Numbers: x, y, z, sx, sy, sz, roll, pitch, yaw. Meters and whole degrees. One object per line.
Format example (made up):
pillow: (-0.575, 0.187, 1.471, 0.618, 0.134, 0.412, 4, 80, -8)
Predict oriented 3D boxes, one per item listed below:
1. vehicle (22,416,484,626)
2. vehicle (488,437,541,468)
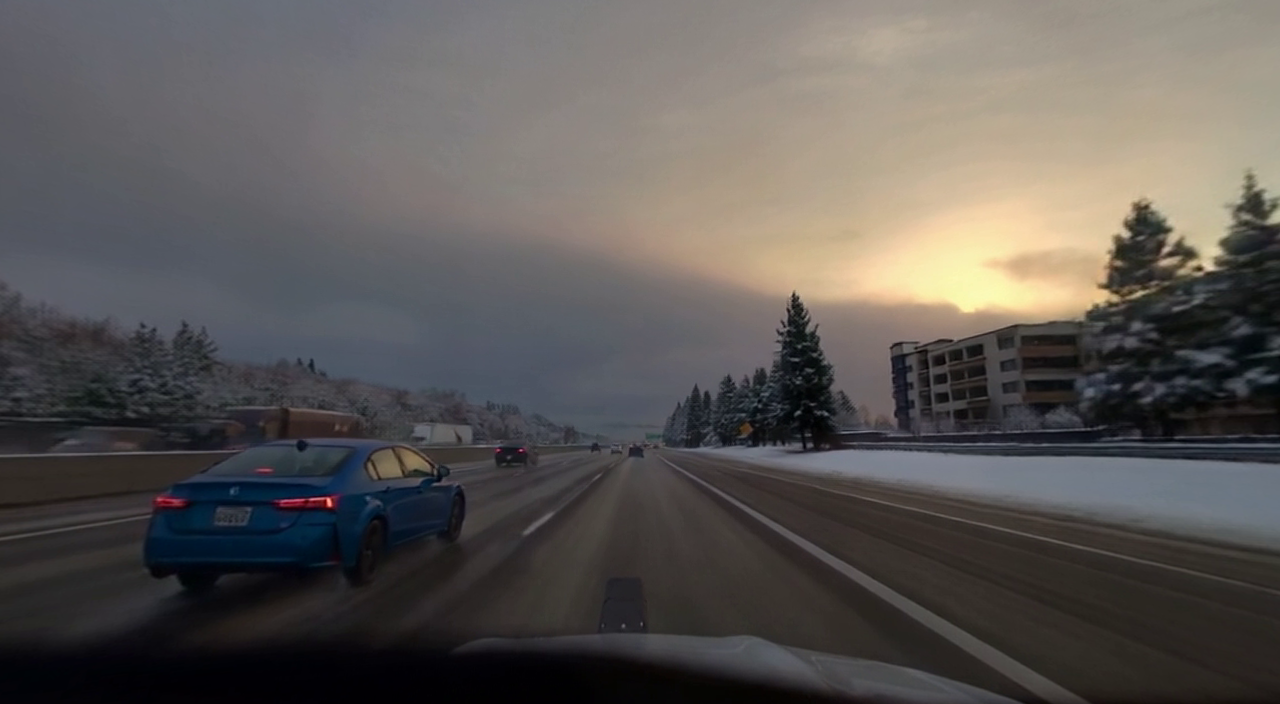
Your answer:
vehicle: (-3.562, 1.650, 7.311, 2.144, 1.565, 4.951, 0, -8, 1)
vehicle: (-7.256, 5.852, 36.826, 2.118, 1.675, 4.395, 0, -8, 1)
